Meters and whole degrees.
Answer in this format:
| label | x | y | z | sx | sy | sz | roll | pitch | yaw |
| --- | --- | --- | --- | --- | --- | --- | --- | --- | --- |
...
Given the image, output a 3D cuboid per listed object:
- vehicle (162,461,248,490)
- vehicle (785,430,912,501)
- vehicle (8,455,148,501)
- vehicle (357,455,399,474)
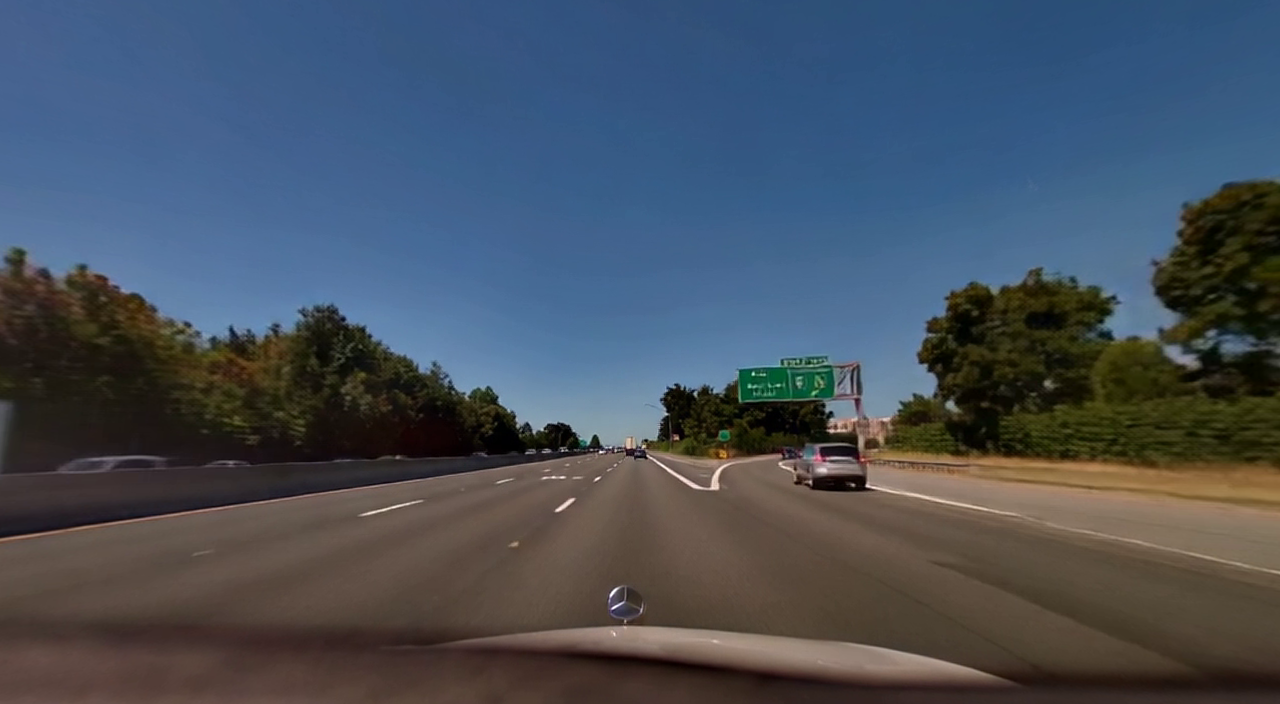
| label | x | y | z | sx | sy | sz | roll | pitch | yaw |
| --- | --- | --- | --- | --- | --- | --- | --- | --- | --- |
| vehicle | -24.564 | 6.977 | 35.853 | 1.752 | 1.441 | 4.500 | 0 | -9 | -1 |
| vehicle | 5.574 | 3.106 | 17.629 | 2.096 | 1.712 | 4.697 | 0 | -9 | 2 |
| vehicle | -19.547 | 4.373 | 22.164 | 1.673 | 1.426 | 3.456 | 0 | -9 | 0 |
| vehicle | -20.669 | 8.857 | 49.924 | 1.757 | 1.418 | 3.518 | 0 | -9 | 0 |
